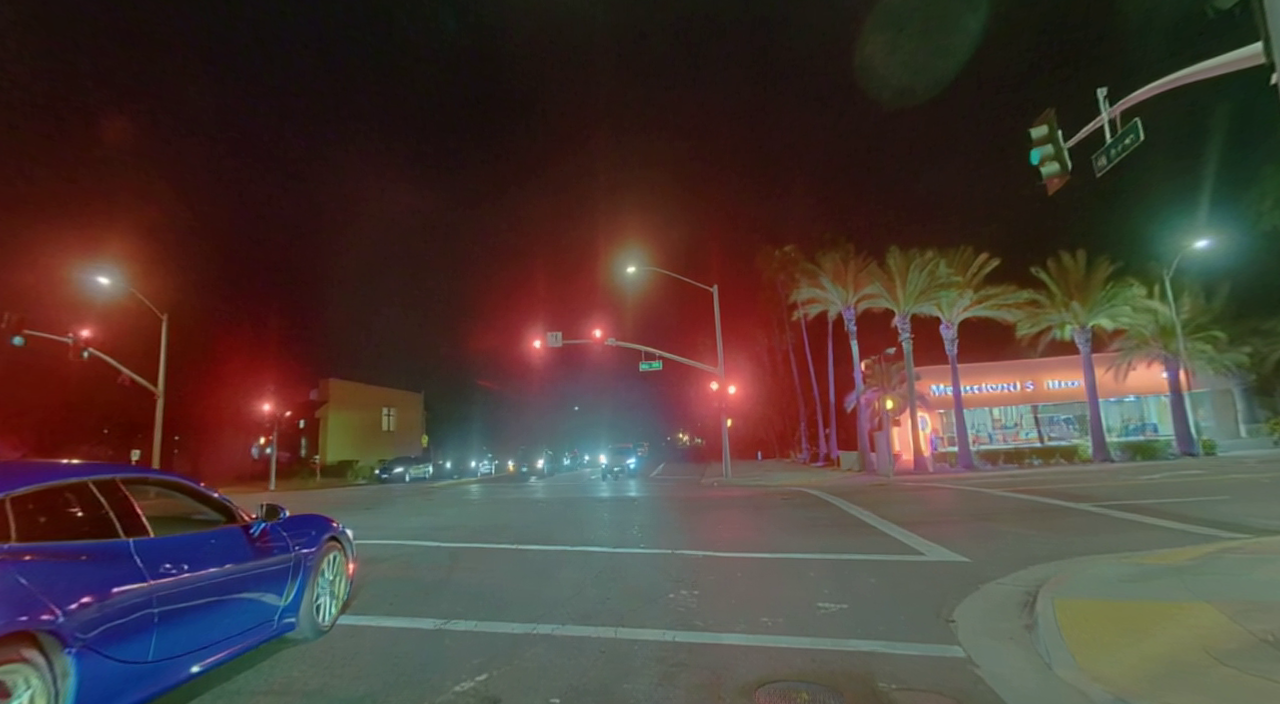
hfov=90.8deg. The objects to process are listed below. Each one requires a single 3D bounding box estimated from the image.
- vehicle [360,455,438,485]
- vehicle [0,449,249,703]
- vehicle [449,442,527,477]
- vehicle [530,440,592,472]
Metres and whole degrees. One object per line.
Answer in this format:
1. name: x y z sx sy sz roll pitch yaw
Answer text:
1. vehicle: -12.637 6.216 33.524 1.880 1.440 4.418 -2 -9 9
2. vehicle: -3.683 1.021 2.250 1.850 1.325 4.295 0 -9 0
3. vehicle: -8.441 6.040 35.719 2.152 1.825 5.406 -2 -9 11
4. vehicle: -4.519 6.056 36.859 2.092 1.709 4.775 -2 -9 12
